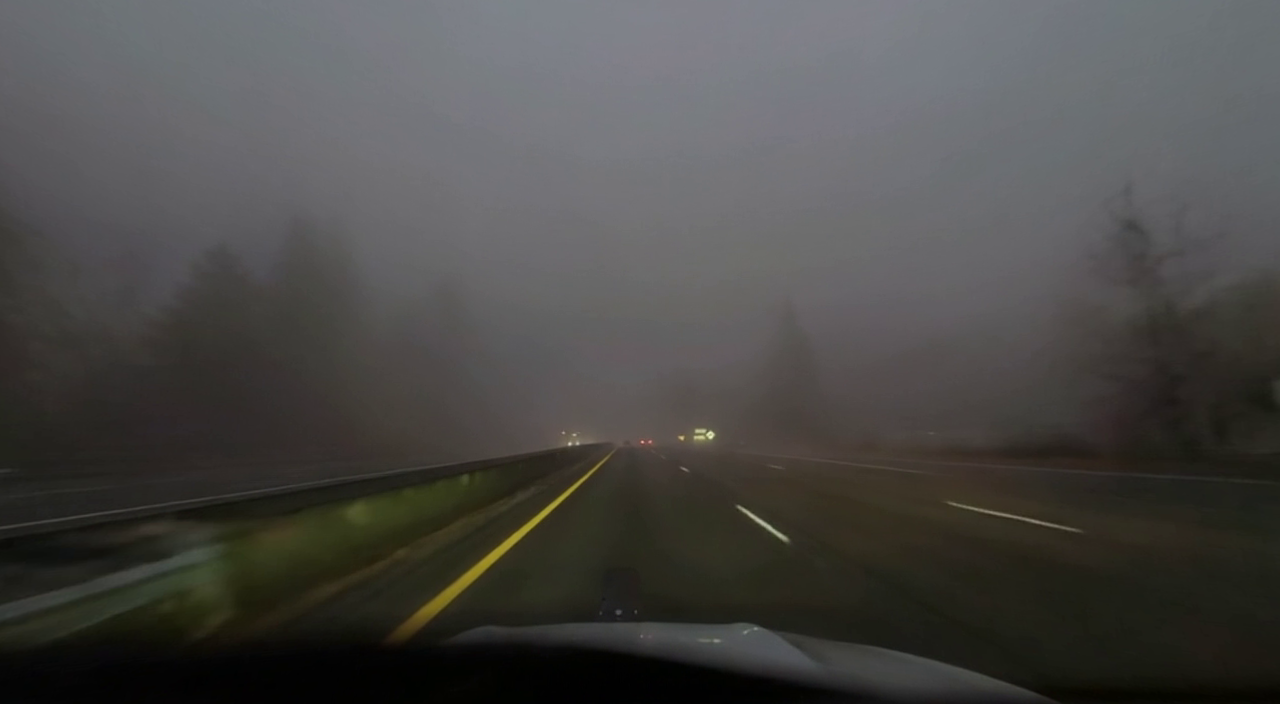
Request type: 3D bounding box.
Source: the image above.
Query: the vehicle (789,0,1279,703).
[{"bbox_3d":[3.504,0.118,5.119,3.004,3.894,5.738,0,-8,-1],"label":"vehicle"}]
